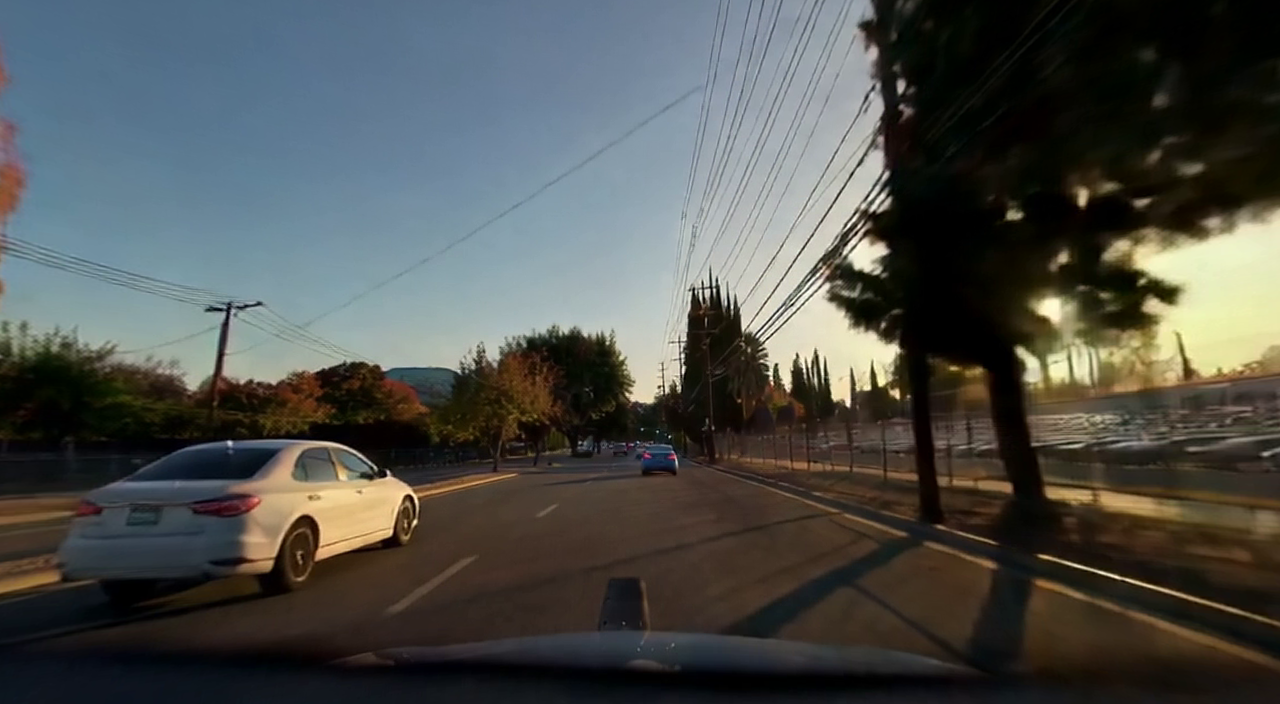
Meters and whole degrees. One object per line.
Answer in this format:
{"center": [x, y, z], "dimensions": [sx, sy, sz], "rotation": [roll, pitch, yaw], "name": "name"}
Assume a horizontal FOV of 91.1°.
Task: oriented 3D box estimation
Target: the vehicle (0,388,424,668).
{"center": [-3.872, 1.392, 6.089], "dimensions": [1.950, 1.692, 4.397], "rotation": [0, -8, 0], "name": "vehicle"}

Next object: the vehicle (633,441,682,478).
{"center": [0.764, 4.770, 28.178], "dimensions": [2.059, 1.486, 3.980], "rotation": [-1, -8, 1], "name": "vehicle"}
